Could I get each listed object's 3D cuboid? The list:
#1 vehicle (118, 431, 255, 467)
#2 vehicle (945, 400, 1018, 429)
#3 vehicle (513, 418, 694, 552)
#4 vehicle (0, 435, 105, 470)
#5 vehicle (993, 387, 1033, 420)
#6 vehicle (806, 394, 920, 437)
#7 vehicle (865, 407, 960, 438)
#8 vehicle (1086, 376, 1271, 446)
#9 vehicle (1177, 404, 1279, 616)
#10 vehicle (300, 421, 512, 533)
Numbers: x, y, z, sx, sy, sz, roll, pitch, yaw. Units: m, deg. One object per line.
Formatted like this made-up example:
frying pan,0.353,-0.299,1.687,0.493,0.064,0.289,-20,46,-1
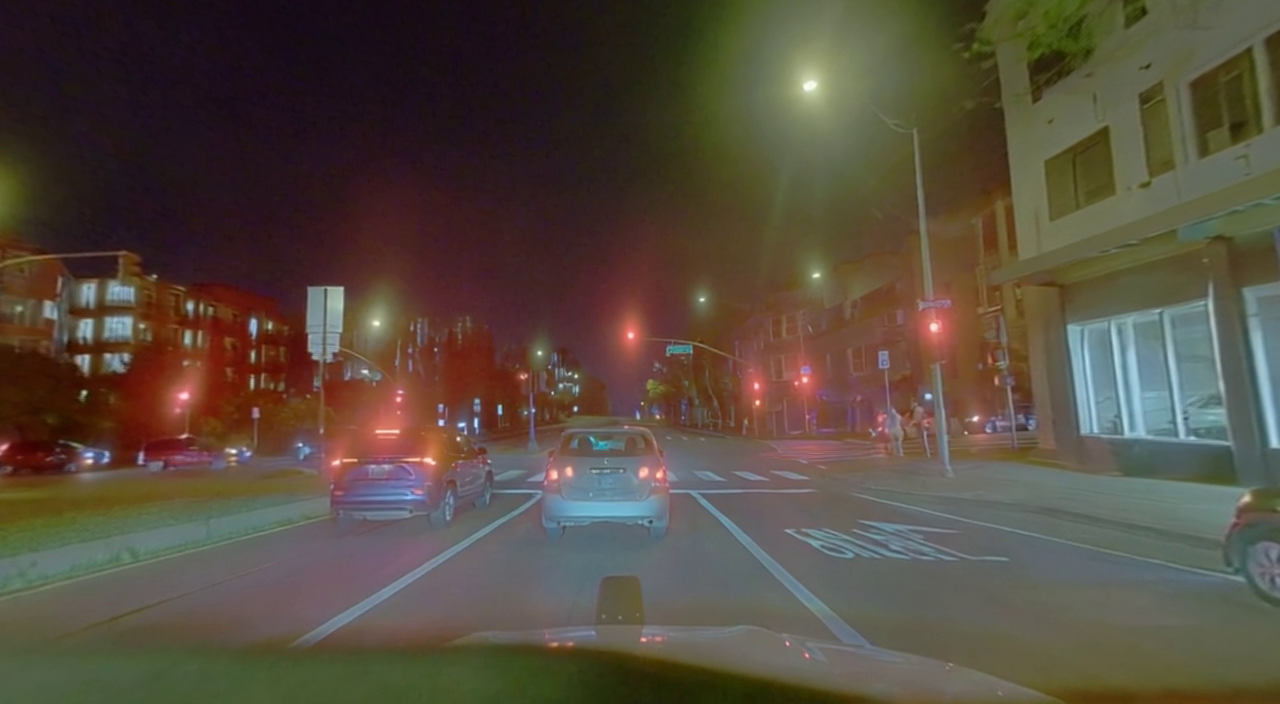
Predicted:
vehicle,-19.377,4.160,27.145,4.453,1.471,1.921,-1,-8,3
vehicle,21.144,3.920,39.082,5.017,1.542,2.055,6,-11,-38
vehicle,-0.431,1.827,9.305,2.082,1.520,3.896,0,-8,0
vehicle,-32.437,5.498,34.568,4.280,1.857,2.136,0,-8,1
vehicle,27.042,3.799,45.695,2.152,1.993,5.078,-6,-10,32
vehicle,13.778,4.008,39.033,6.541,2.480,2.259,3,-9,-19
vehicle,15.170,3.963,35.164,4.775,1.604,1.915,3,-9,-20
vehicle,21.657,2.453,25.522,5.756,2.653,2.403,1,-9,-11
vehicle,6.193,1.074,3.748,1.904,1.705,4.510,0,-8,-2
vehicle,-3.689,2.056,11.006,1.934,1.522,4.464,0,-8,1
